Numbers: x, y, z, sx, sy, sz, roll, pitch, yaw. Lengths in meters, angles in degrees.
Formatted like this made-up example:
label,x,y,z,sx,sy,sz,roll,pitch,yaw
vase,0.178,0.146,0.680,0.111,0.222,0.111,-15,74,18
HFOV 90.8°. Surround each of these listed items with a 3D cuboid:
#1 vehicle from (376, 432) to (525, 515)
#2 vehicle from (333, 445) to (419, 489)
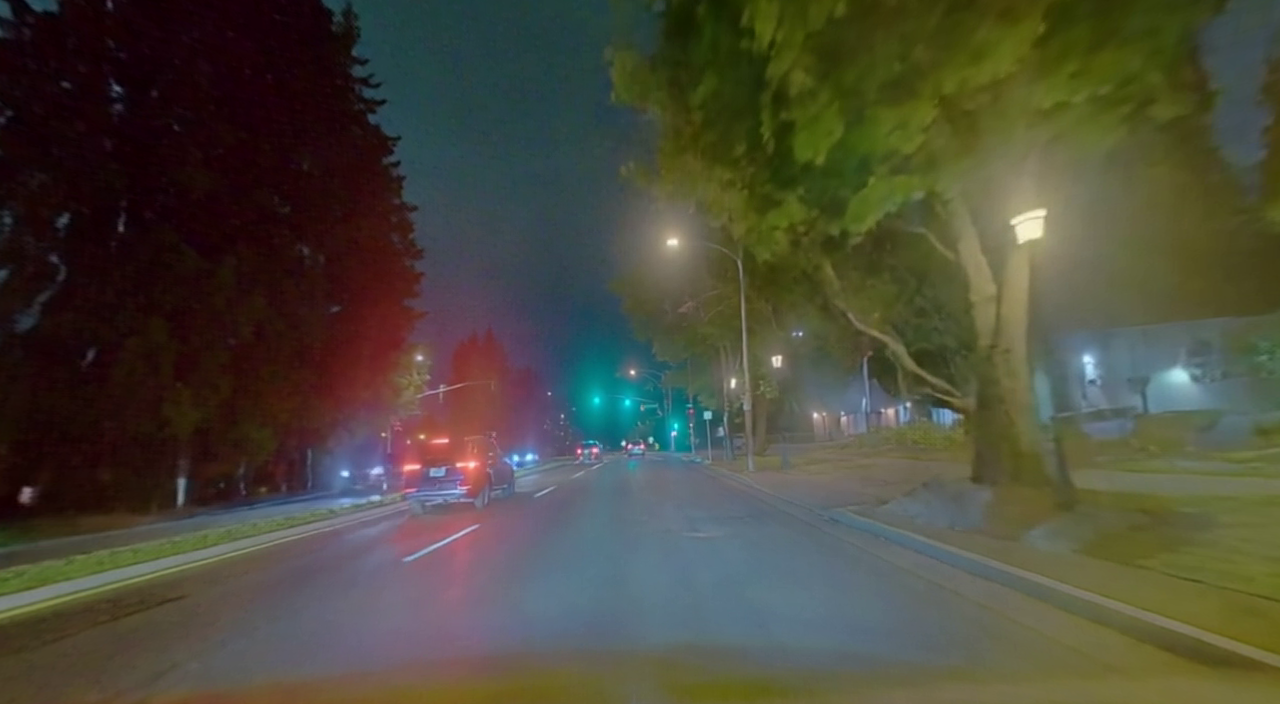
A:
label,x,y,z,sx,sy,sz,roll,pitch,yaw
vehicle,-4.375,2.873,15.502,2.169,1.706,4.638,0,-8,0
vehicle,-14.586,6.357,35.393,2.263,2.211,6.122,0,-8,-1
